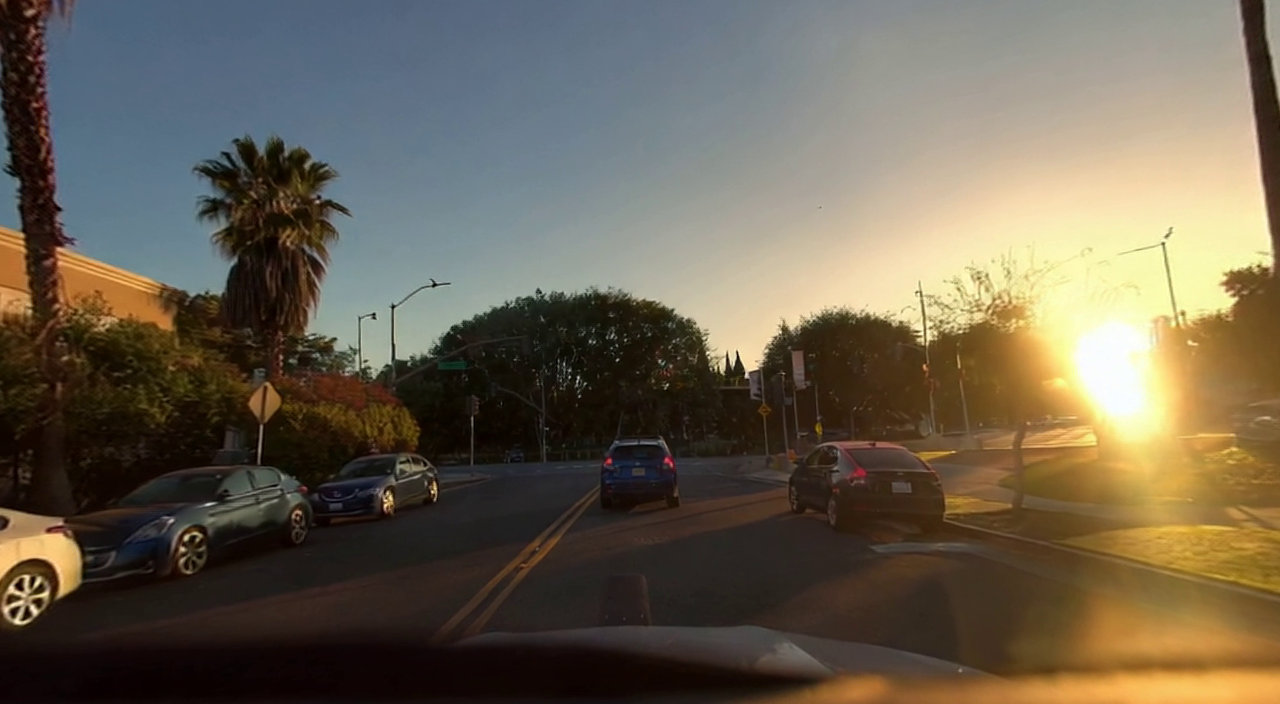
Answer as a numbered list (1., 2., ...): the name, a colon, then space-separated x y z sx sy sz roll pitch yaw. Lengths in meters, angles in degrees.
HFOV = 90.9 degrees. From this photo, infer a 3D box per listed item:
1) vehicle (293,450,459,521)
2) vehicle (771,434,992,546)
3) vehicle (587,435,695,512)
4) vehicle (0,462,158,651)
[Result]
1. vehicle: -6.378 3.250 15.988 2.105 1.469 4.693 0 -8 1
2. vehicle: 3.553 2.093 10.338 1.821 1.417 4.454 0 -8 -1
3. vehicle: 0.018 2.608 14.064 2.060 1.452 4.078 0 -8 0
4. vehicle: -6.181 1.615 4.535 1.850 1.482 4.454 0 -8 1
